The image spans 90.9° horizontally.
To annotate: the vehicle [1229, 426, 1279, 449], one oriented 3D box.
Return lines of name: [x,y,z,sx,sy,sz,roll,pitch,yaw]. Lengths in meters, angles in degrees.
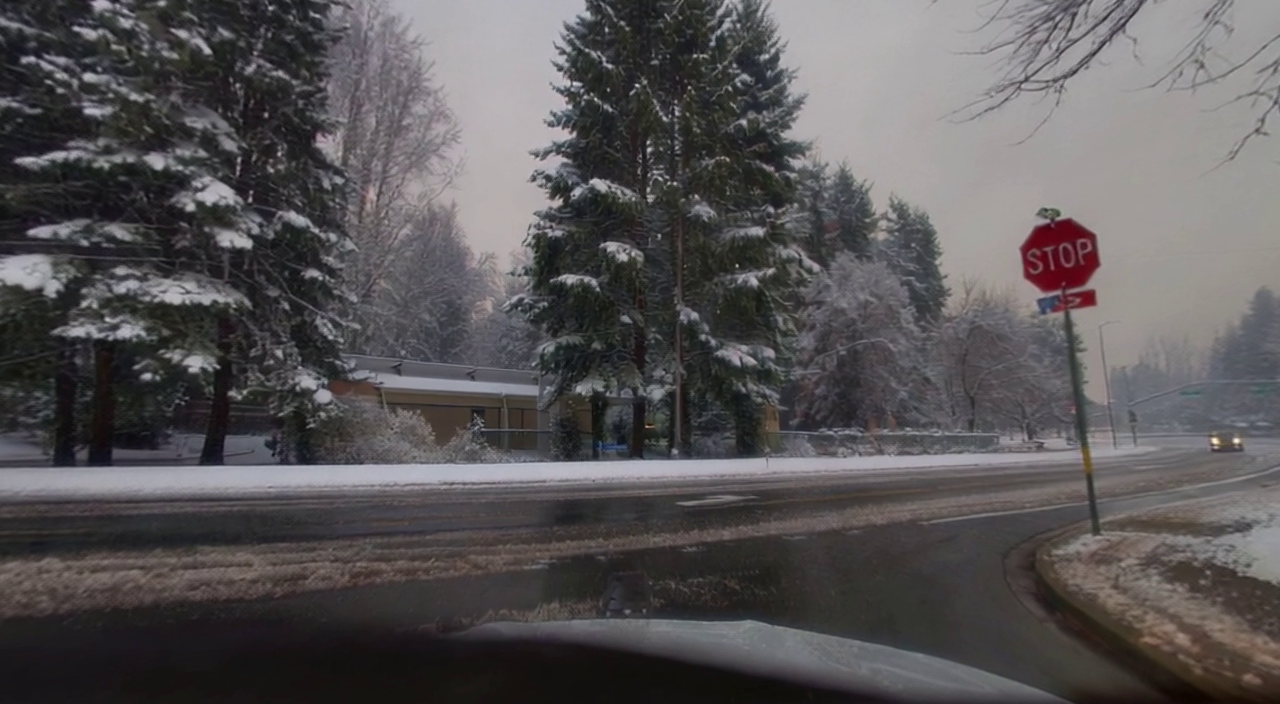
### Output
vehicle: [41.820,5.802,42.520,4.473,1.474,2.108,6,-10,-37]
